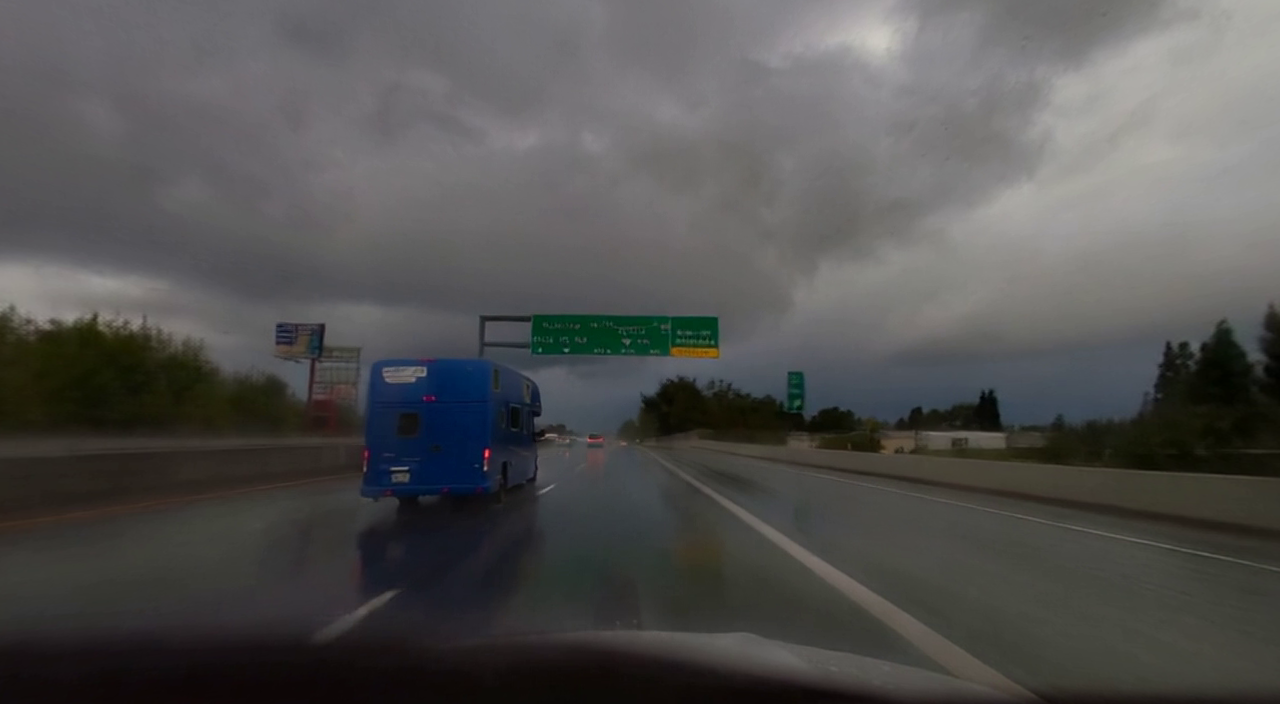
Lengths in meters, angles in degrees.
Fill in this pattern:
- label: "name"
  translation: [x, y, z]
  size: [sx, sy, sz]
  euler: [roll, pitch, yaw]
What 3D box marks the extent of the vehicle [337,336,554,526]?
- label: "vehicle"
  translation: [-3.891, 1.819, 14.729]
  size: [2.676, 3.269, 7.388]
  euler: [-1, -7, 1]
